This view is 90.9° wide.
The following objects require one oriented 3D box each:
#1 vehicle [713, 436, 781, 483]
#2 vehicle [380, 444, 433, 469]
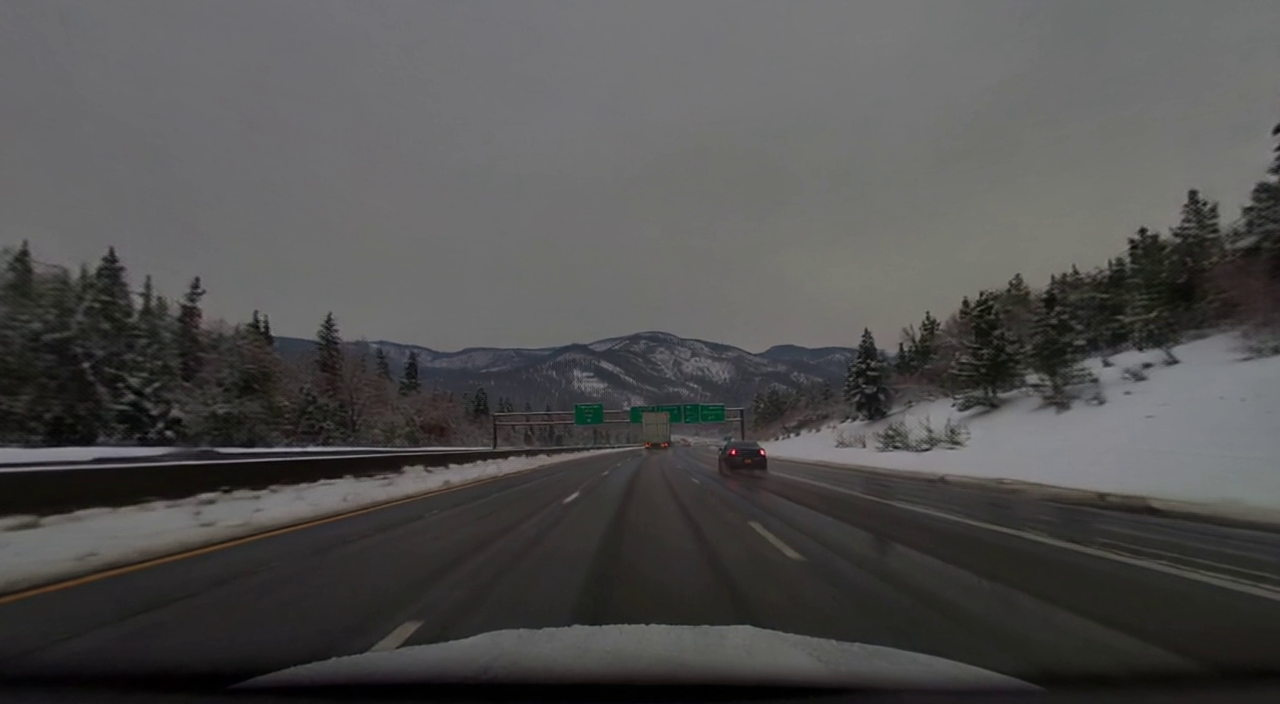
[{"bbox_3d":[4.005,4.088,24.225,1.880,1.624,3.941,0,-8,0],"label":"vehicle"},{"bbox_3d":[-17.503,7.858,47.537,2.032,1.684,5.065,1,-8,1],"label":"vehicle"}]
